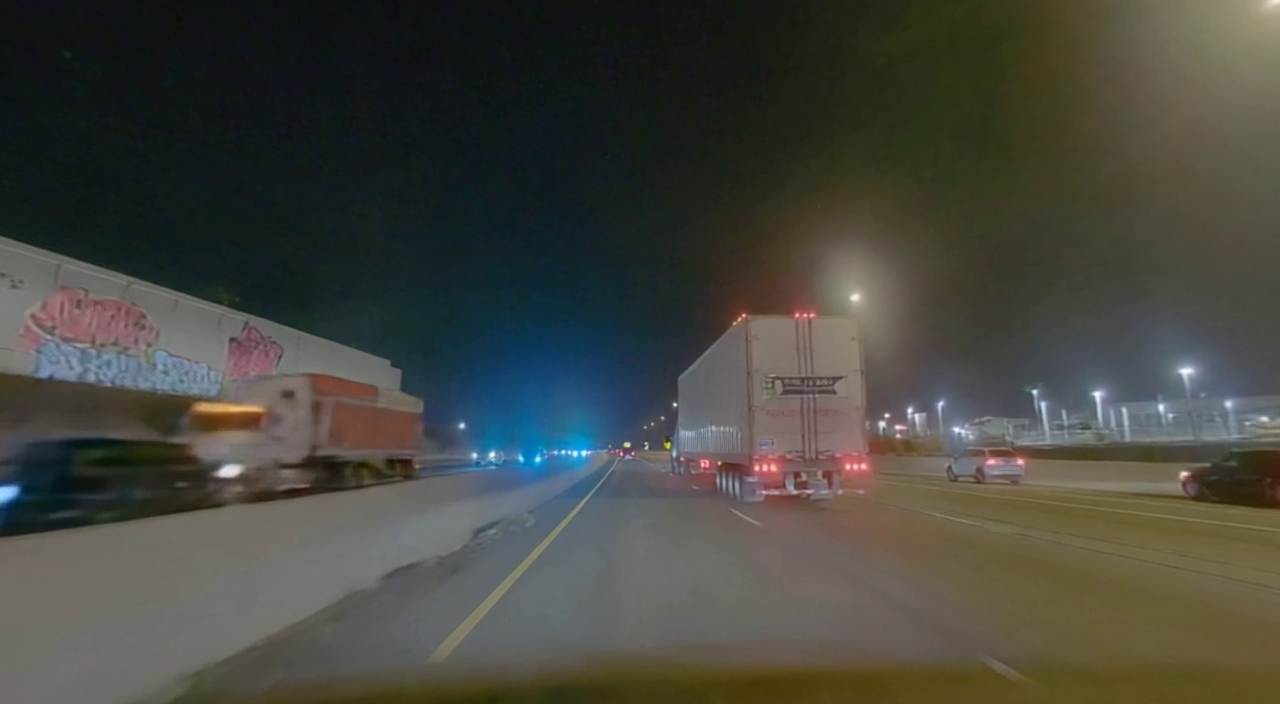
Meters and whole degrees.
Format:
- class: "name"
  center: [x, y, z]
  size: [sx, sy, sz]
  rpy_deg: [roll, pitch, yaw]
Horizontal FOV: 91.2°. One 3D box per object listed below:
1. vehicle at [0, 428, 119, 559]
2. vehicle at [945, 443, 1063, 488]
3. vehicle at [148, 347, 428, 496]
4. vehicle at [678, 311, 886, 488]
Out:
- class: "vehicle"
  center: [-8.403, 1.569, 6.788]
  size: [1.977, 1.494, 4.096]
  rpy_deg: [0, -9, 0]
- class: "vehicle"
  center: [14.594, 4.551, 25.490]
  size: [2.107, 1.648, 4.324]
  rpy_deg: [0, -9, -1]
- class: "vehicle"
  center: [-11.895, 2.941, 24.044]
  size: [2.873, 4.040, 14.050]
  rpy_deg: [0, -9, -1]
- class: "vehicle"
  center: [3.938, 2.494, 24.067]
  size: [3.317, 4.314, 17.803]
  rpy_deg: [0, -9, -2]
